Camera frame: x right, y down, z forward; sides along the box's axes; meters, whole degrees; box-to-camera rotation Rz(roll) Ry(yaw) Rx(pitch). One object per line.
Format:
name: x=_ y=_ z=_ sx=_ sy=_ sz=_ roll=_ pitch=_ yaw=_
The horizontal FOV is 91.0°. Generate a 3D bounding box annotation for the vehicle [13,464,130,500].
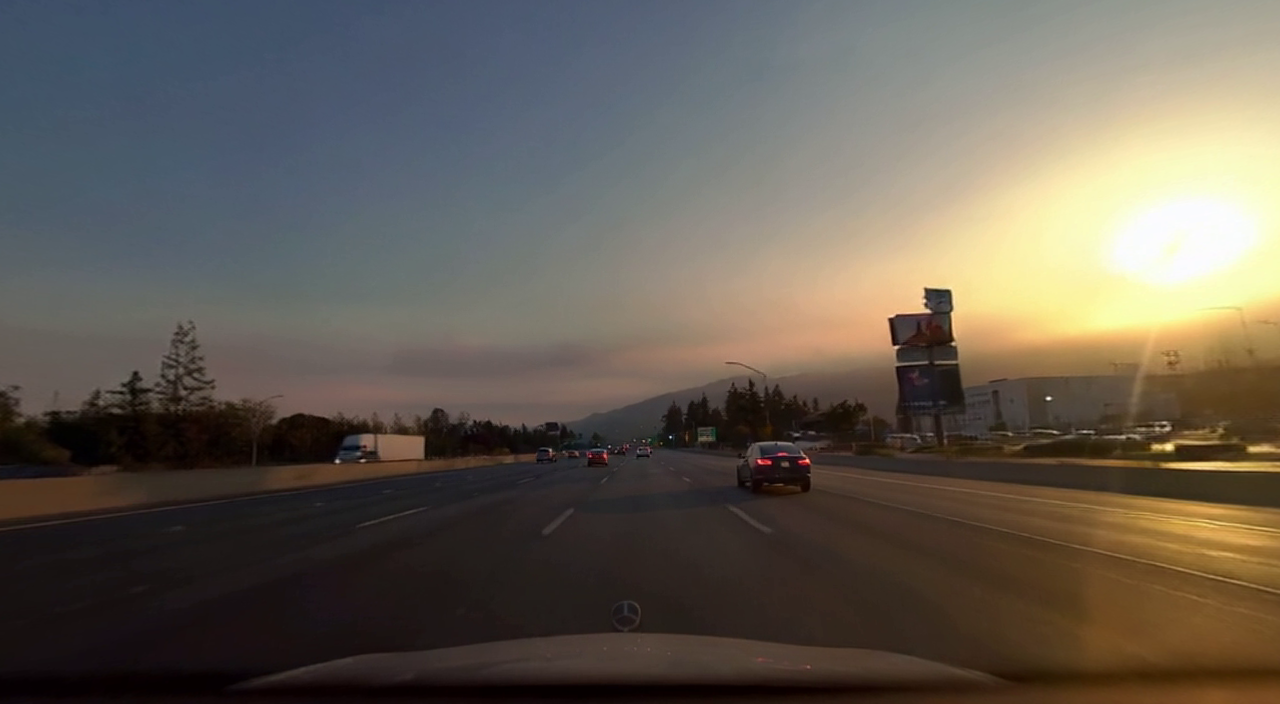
vehicle: x=-27.666 y=6.303 z=30.839 sx=1.909 sy=1.541 sz=4.044 roll=0 pitch=-9 yaw=0

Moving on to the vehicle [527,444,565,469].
vehicle: x=-7.303 y=8.130 z=49.177 sx=2.112 sy=1.813 sz=4.716 roll=-1 pitch=-9 yaw=2

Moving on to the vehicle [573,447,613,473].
vehicle: x=-2.830 y=6.640 z=38.953 sx=2.139 sy=1.510 sz=4.506 roll=0 pitch=-9 yaw=0

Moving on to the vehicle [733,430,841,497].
vehicle: x=4.321 y=3.369 z=19.357 sx=2.109 sy=1.764 sz=4.704 roll=0 pitch=-9 yaw=-1
